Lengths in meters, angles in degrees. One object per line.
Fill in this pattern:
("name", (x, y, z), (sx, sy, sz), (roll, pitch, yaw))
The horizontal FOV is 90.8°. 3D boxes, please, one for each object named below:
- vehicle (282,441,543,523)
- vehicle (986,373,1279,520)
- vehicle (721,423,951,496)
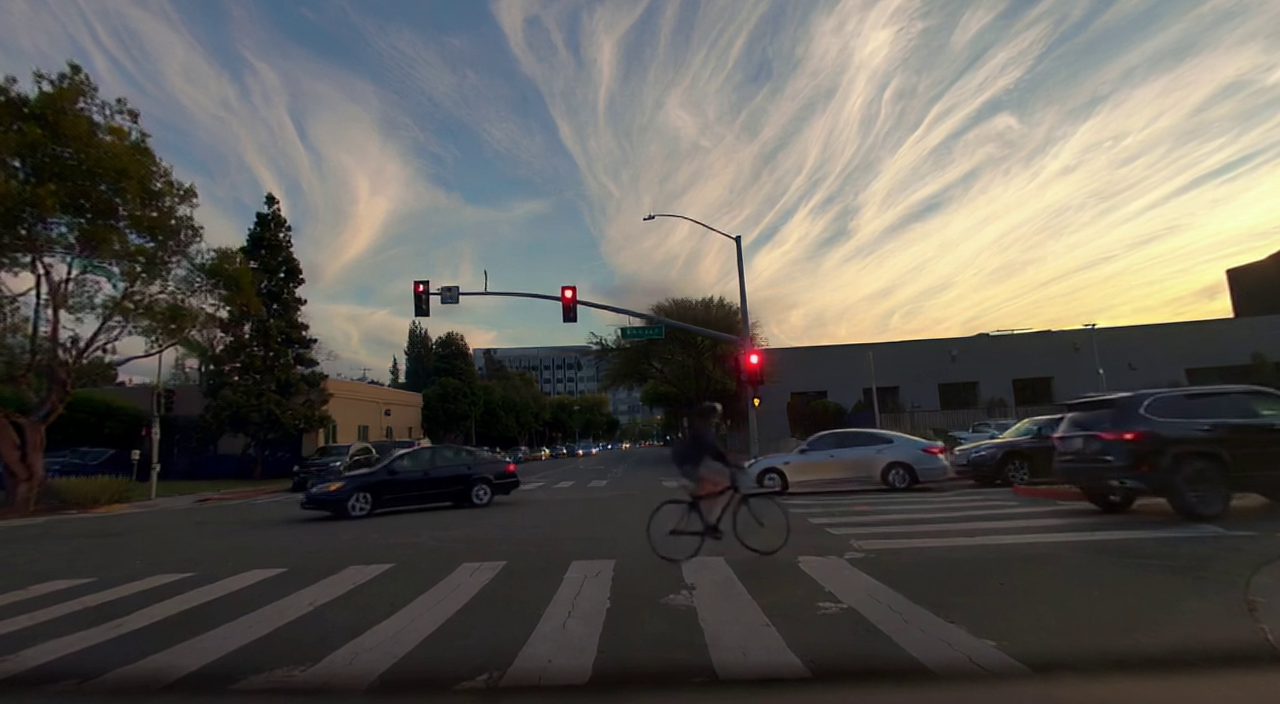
("vehicle", (-4.374, 2.521, 12.662), (4.533, 1.419, 1.755), (3, -9, -18))
("vehicle", (8.351, 1.327, 9.296), (5.122, 1.781, 2.098), (-4, -9, 4))
("vehicle", (4.019, 2.340, 13.677), (4.385, 1.419, 1.855), (-1, -10, 4))
